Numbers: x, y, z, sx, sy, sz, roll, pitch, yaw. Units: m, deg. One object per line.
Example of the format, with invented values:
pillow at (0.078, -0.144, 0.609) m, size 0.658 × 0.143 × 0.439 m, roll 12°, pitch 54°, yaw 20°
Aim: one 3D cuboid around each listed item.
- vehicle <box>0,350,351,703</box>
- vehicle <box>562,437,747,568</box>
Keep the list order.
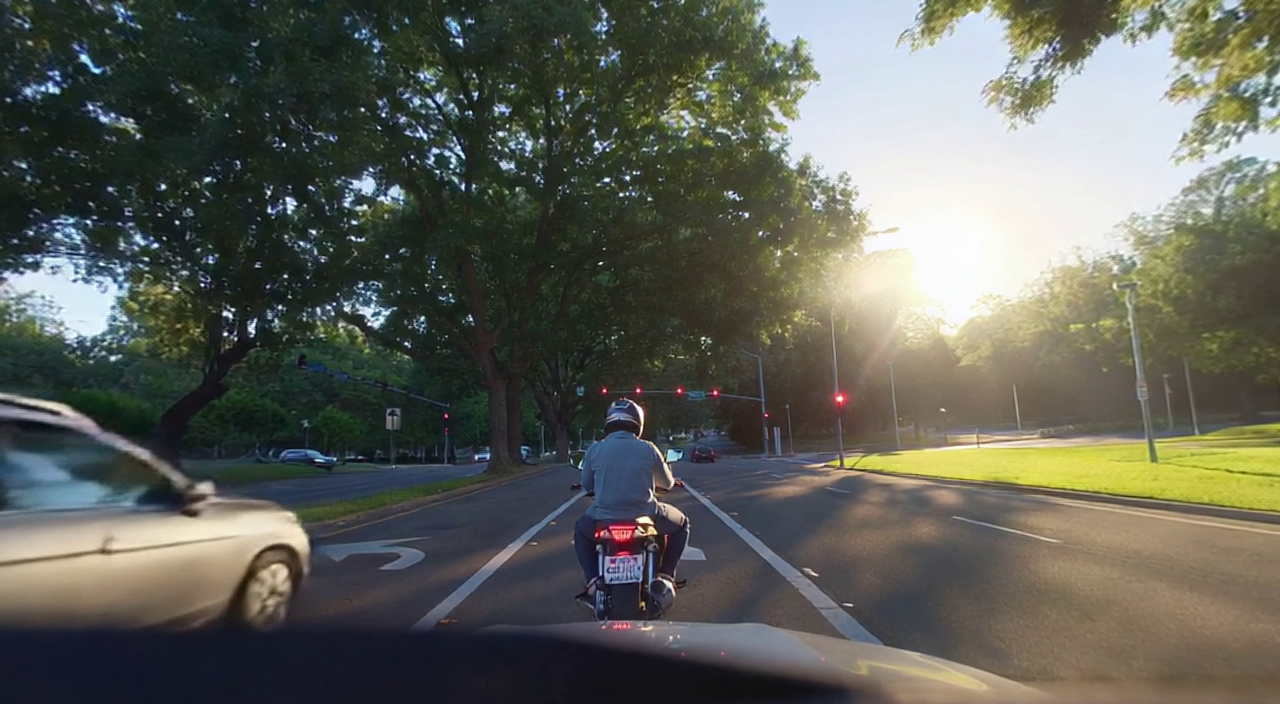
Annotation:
vehicle at (-3.309, 0.852, 2.393) m, size 2.056 × 1.647 × 5.045 m, roll 0°, pitch -8°, yaw 0°
vehicle at (0.124, 2.028, 9.422) m, size 2.093 × 1.450 × 4.437 m, roll 0°, pitch -8°, yaw -1°
